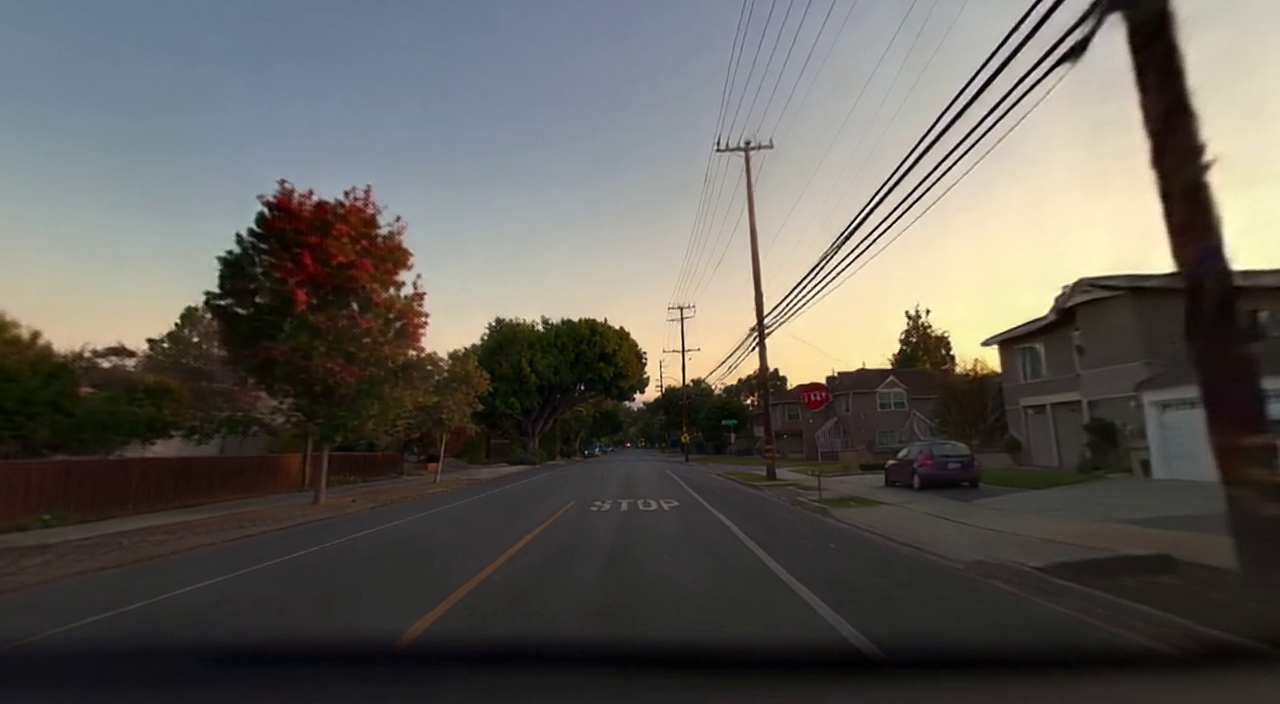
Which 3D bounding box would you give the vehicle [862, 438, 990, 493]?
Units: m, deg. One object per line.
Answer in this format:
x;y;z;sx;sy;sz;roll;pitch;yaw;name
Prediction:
8.699;3.471;19.715;1.811;1.491;4.407;0;-8;-2;vehicle
